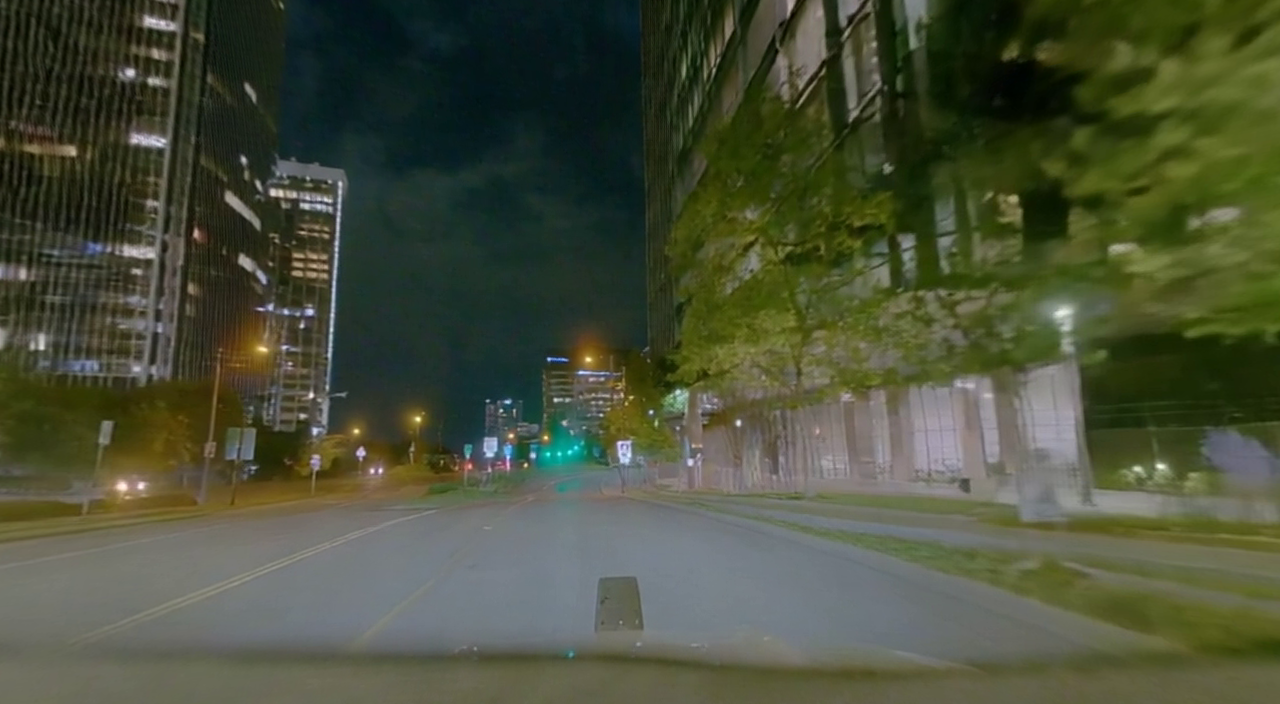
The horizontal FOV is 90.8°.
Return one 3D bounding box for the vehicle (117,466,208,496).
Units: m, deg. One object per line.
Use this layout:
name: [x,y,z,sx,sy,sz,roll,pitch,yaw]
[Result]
vehicle: [-31.010,8.338,41.068,4.473,1.778,2.125,-2,-9,10]
